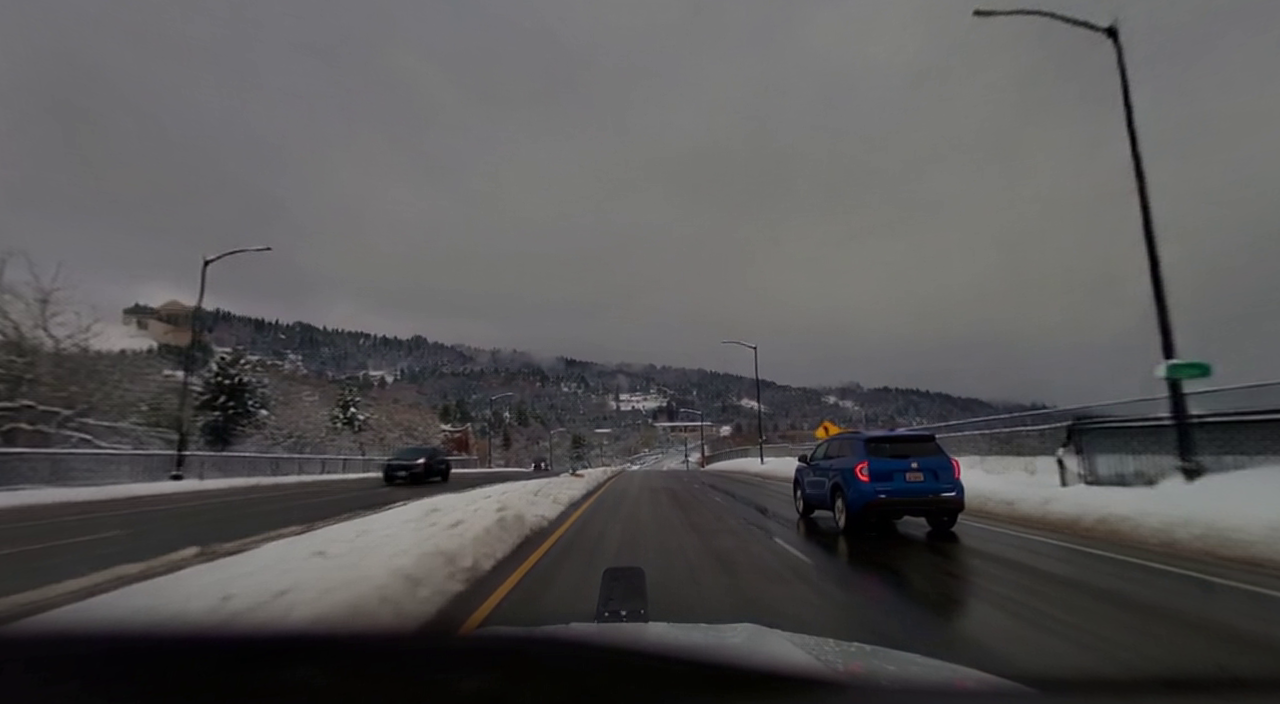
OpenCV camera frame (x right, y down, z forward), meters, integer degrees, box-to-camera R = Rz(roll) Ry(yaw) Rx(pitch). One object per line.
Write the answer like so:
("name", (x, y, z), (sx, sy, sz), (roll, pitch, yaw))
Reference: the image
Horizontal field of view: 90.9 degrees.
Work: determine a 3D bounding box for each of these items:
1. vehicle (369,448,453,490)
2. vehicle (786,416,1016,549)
("vehicle", (-10.611, 5.433, 29.689), (2.144, 1.762, 4.604), (0, -9, 1))
("vehicle", (3.949, 2.048, 10.554), (1.989, 1.730, 4.324), (0, -9, 0))
